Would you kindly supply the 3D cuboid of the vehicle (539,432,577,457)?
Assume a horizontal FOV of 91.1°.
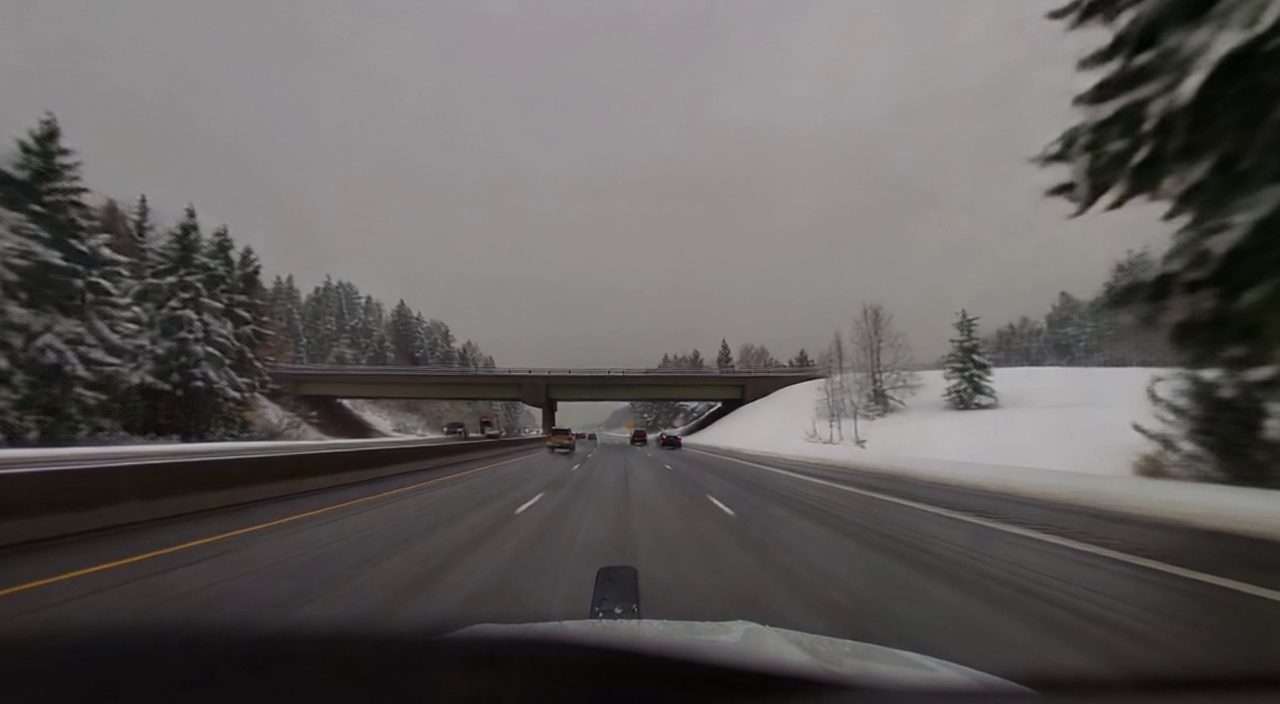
[{"bbox_3d":[-4.941,5.629,38.380,1.966,1.460,3.519,0,-8,-2],"label":"vehicle"}]
